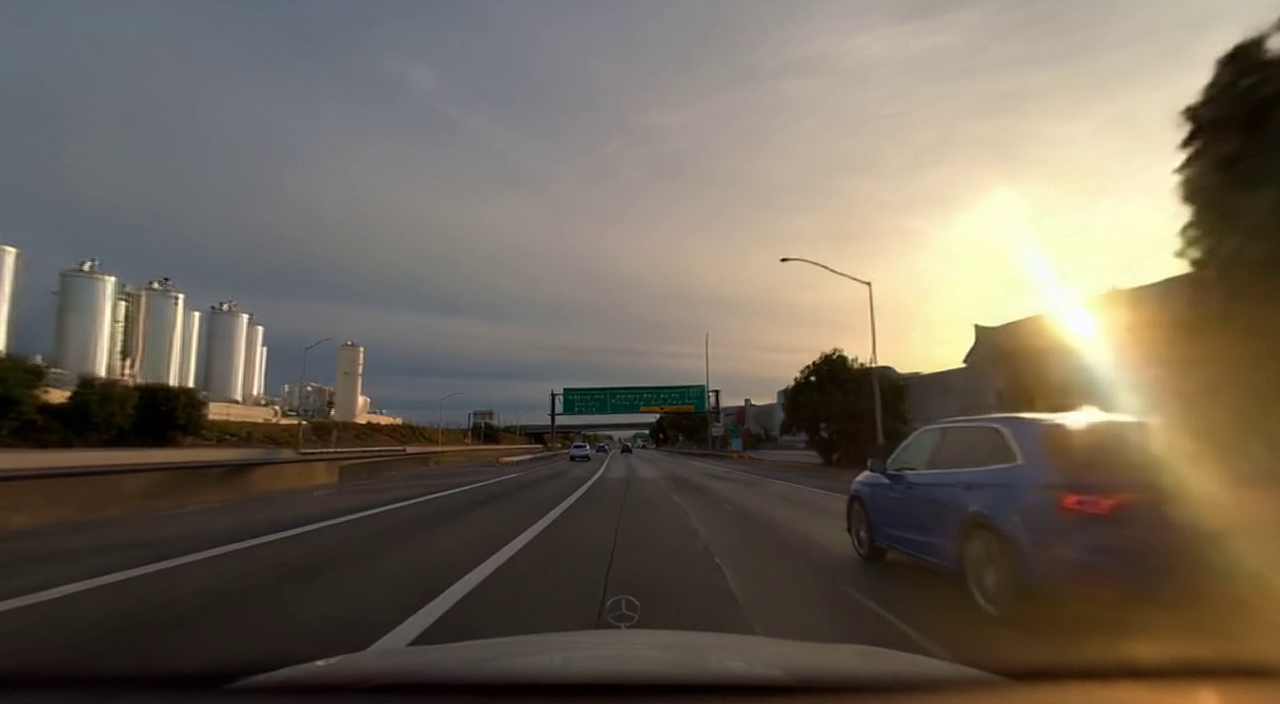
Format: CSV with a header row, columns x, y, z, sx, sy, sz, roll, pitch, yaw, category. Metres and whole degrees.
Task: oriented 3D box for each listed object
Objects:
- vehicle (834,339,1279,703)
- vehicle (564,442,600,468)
x,y,z,sx,sy,sz,roll,pitch,yaw,category
3.582,1.204,5.326,2.296,1.790,5.067,-1,-9,1,vehicle
-3.801,6.826,41.827,2.012,1.571,4.232,-1,-9,0,vehicle
